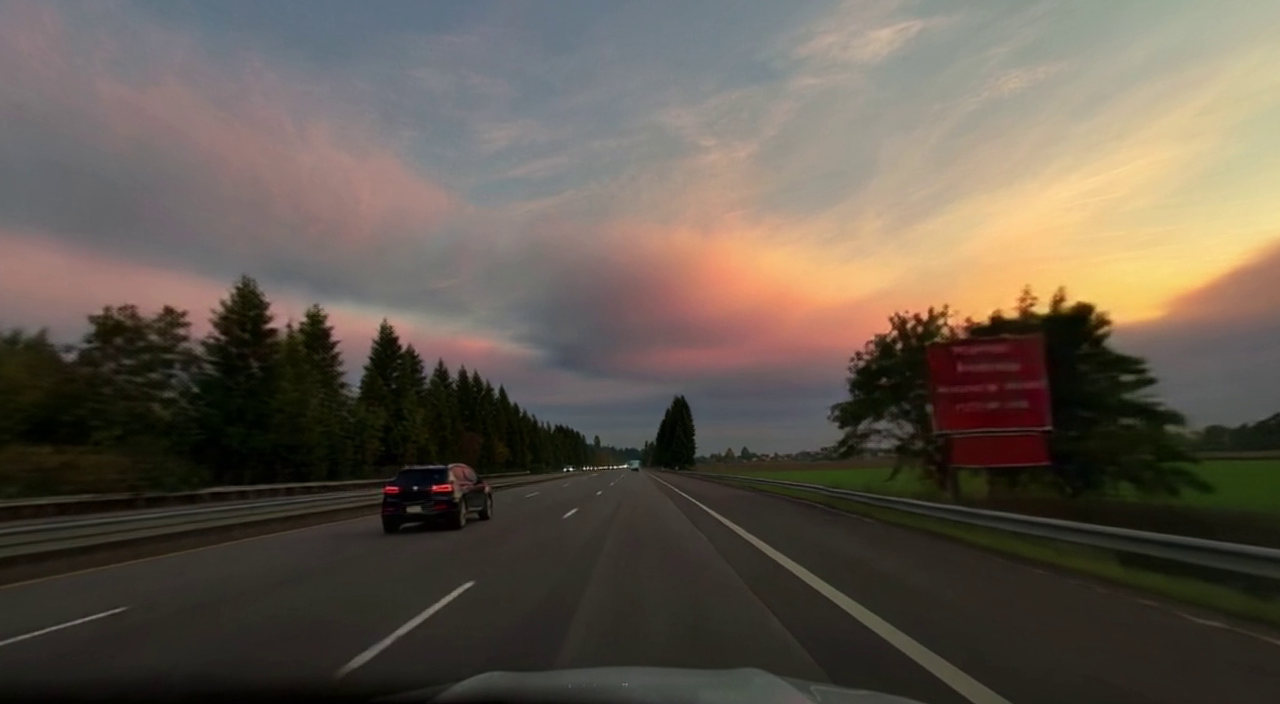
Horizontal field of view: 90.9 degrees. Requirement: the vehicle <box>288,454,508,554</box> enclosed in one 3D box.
[{"bbox_3d":[-4.076,2.683,11.695,2.183,1.435,4.653,0,-10,1],"label":"vehicle"}]
